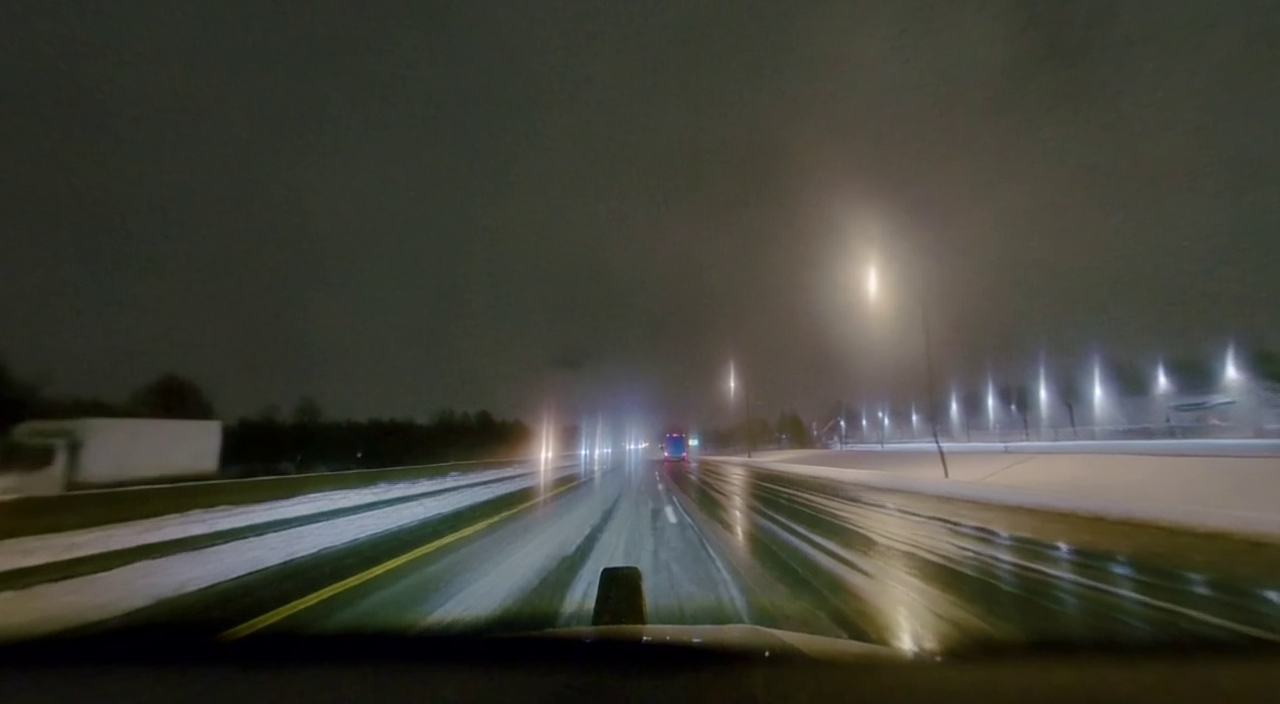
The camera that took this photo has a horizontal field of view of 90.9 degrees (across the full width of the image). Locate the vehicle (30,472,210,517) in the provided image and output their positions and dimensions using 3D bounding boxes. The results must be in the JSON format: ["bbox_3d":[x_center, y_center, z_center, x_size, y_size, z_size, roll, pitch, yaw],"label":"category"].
[{"bbox_3d":[-20.604,5.650,25.459,2.173,1.369,5.924,0,-9,1],"label":"vehicle"}]
